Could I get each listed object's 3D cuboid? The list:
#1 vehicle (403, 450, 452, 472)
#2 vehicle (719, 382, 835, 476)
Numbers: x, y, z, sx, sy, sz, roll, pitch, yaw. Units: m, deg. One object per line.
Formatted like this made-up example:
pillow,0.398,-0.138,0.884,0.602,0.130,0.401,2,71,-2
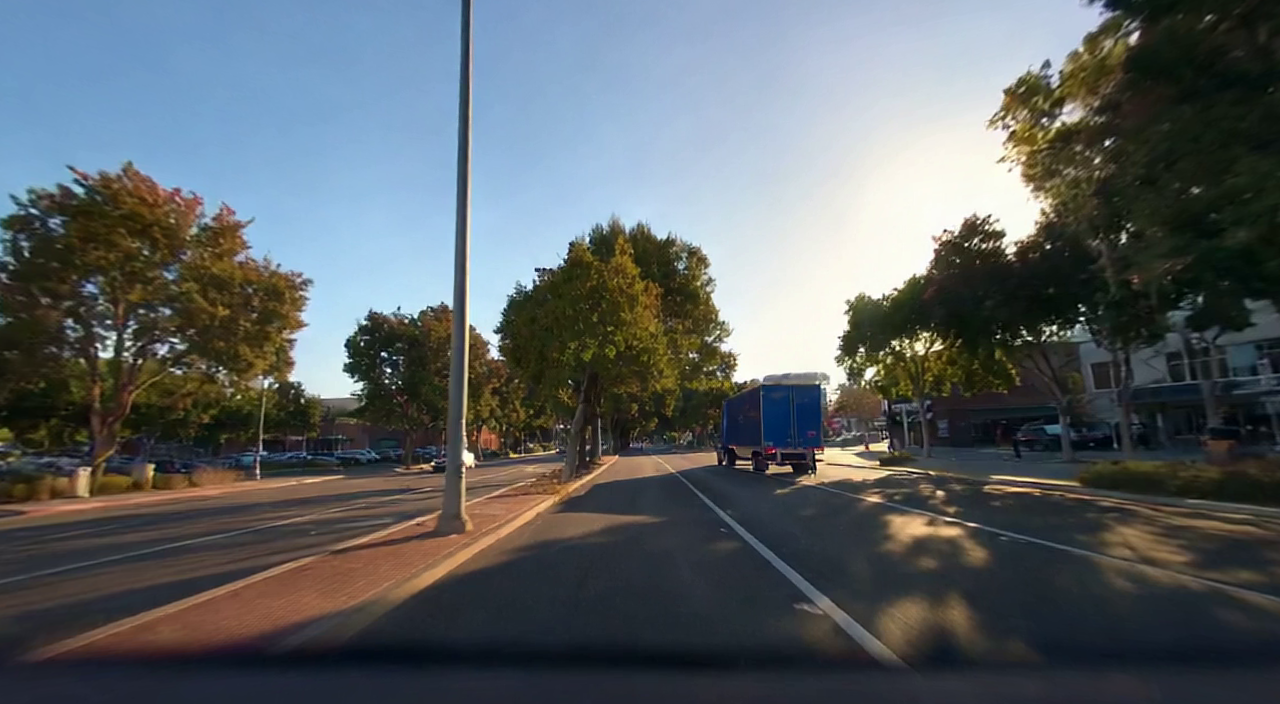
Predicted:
vehicle,-15.584,7.983,46.619,1.901,1.487,4.711,0,-8,1
vehicle,6.312,3.982,31.556,3.120,3.794,11.510,0,-8,0
